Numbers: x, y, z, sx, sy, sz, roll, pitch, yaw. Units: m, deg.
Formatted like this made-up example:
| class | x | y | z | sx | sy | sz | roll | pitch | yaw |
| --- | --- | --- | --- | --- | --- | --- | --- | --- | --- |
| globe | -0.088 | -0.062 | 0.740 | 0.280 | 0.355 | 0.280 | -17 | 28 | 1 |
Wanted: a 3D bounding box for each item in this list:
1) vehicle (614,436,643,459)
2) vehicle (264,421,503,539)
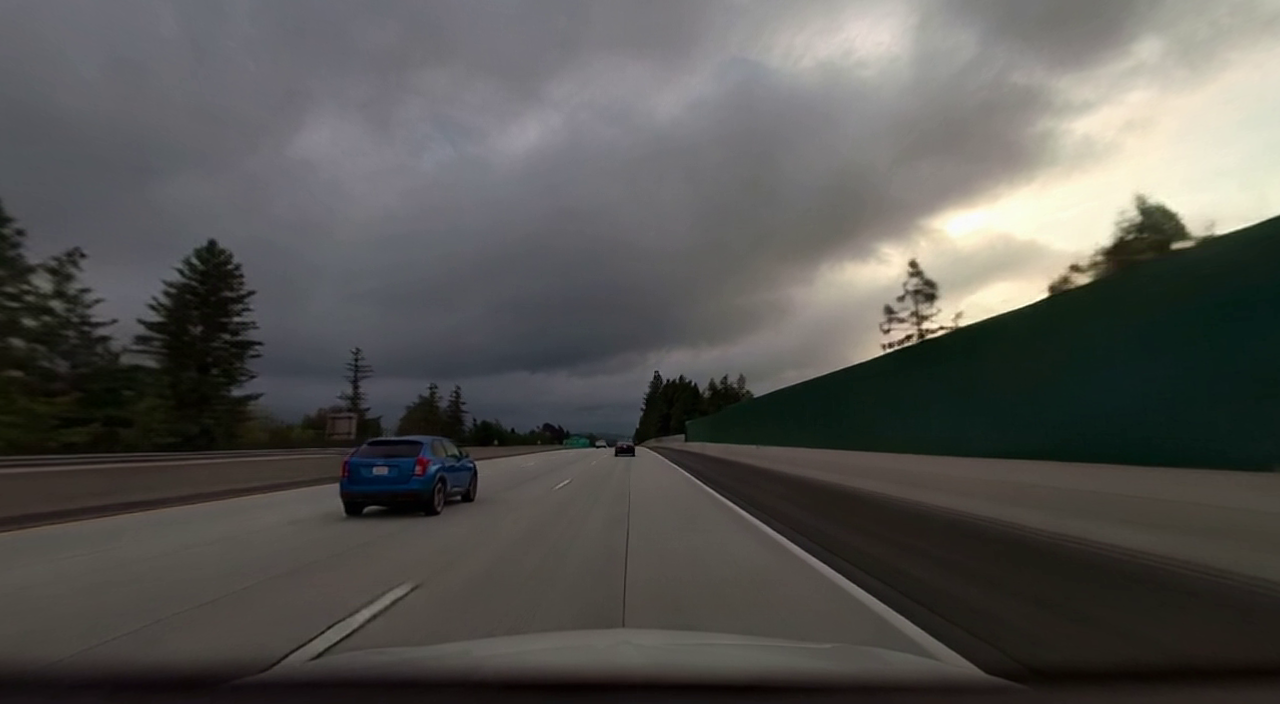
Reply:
| class | x | y | z | sx | sy | sz | roll | pitch | yaw |
| --- | --- | --- | --- | --- | --- | --- | --- | --- | --- |
| vehicle | -0.766 | 6.297 | 41.918 | 1.836 | 1.450 | 3.519 | 0 | -8 | -2 |
| vehicle | -3.909 | 2.014 | 10.748 | 2.072 | 1.545 | 4.767 | 0 | -8 | 0 |
